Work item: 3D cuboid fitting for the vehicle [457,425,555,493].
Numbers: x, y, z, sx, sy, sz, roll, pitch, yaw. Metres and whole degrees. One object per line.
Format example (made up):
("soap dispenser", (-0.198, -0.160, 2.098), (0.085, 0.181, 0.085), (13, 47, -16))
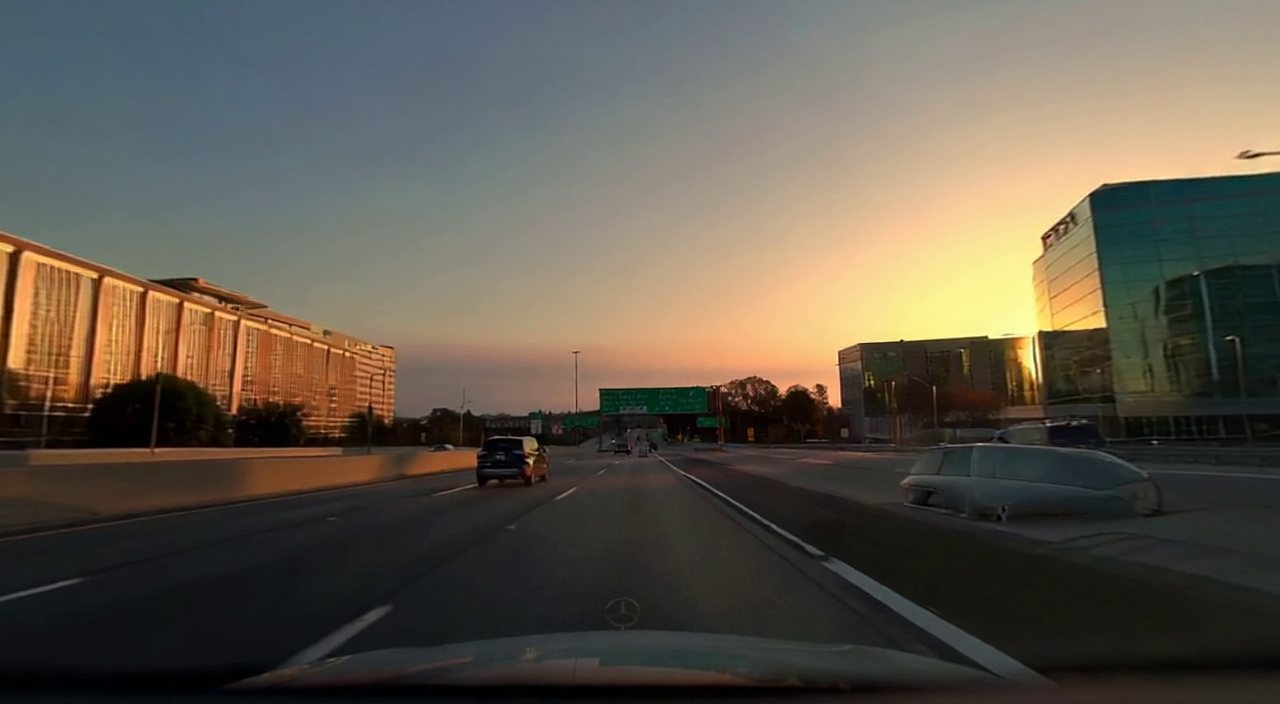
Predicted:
("vehicle", (-3.882, 3.177, 19.107), (2.047, 1.786, 4.217), (0, -8, 0))
